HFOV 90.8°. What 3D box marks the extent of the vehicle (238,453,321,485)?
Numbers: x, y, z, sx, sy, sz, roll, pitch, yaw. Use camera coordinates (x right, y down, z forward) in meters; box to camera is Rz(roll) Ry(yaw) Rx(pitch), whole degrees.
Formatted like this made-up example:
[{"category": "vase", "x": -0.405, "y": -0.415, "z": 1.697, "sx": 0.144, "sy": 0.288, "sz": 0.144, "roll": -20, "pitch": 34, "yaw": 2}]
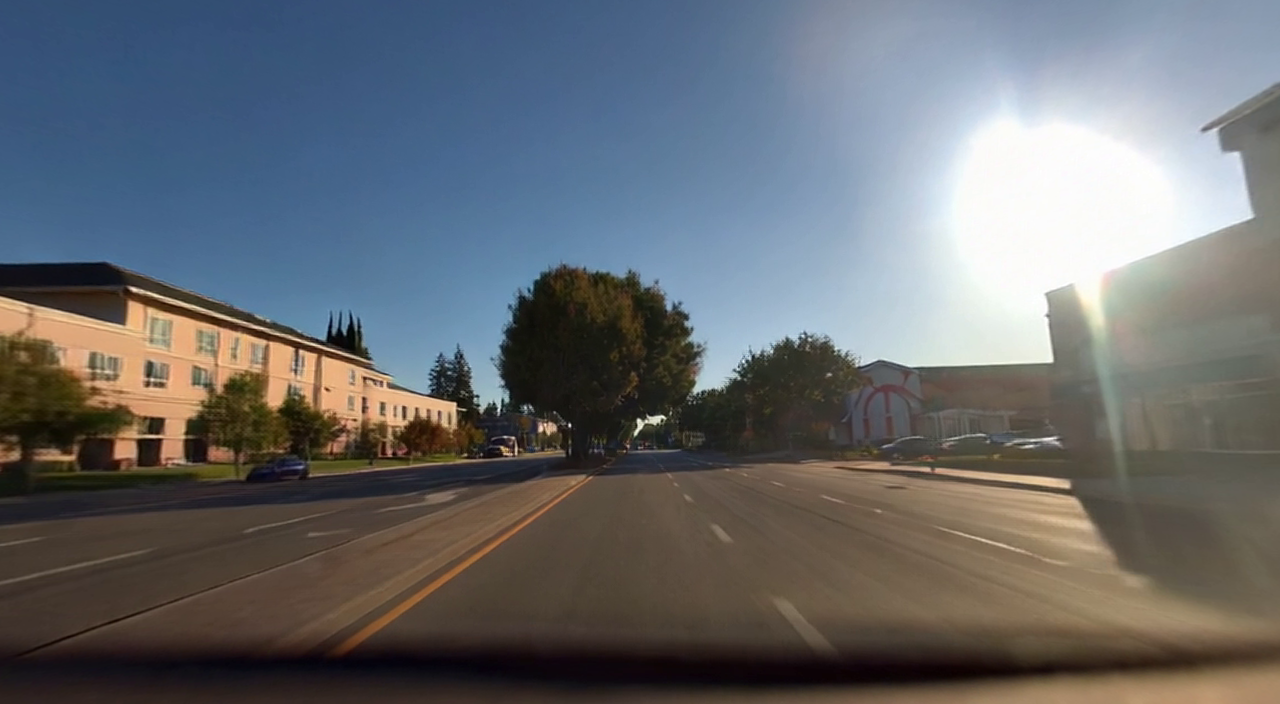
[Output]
[{"category": "vehicle", "x": -19.304, "y": 6.229, "z": 34.048, "sx": 2.018, "sy": 1.476, "sz": 4.310, "roll": -2, "pitch": -9, "yaw": -1}]
